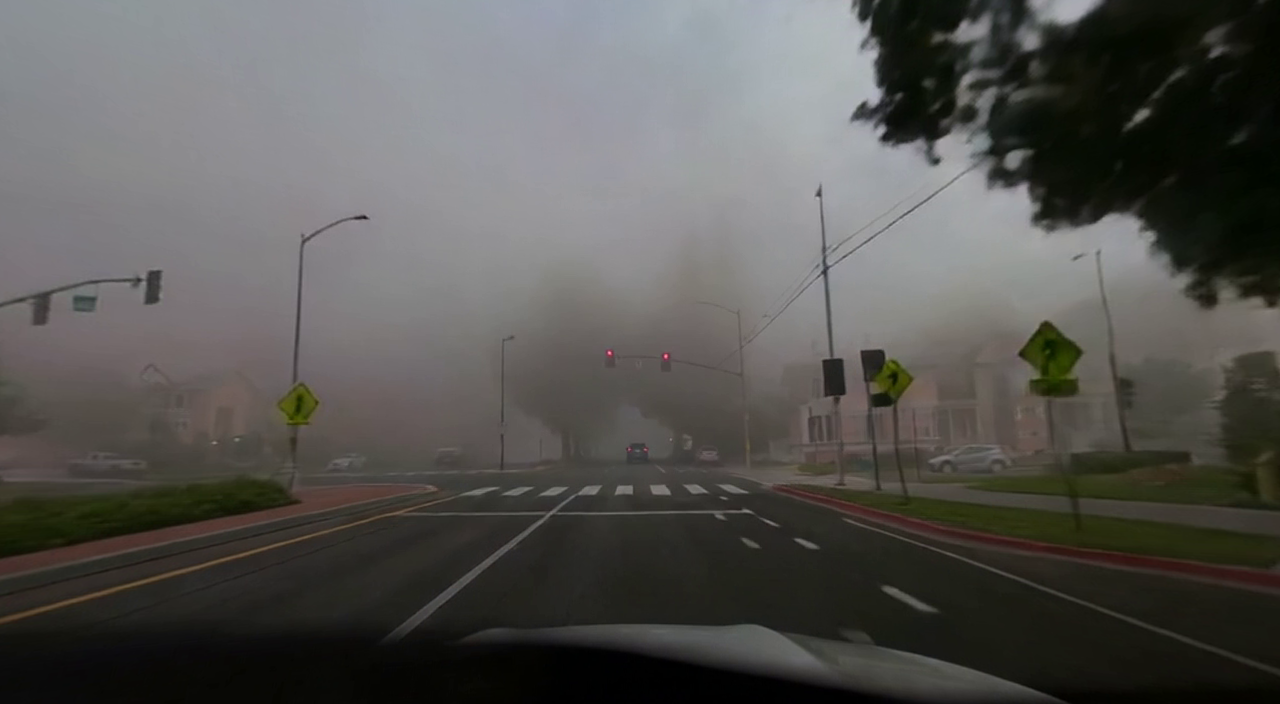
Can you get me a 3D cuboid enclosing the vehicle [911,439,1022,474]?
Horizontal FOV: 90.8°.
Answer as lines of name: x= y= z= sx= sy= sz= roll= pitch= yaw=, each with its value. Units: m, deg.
vehicle: x=16.812 y=5.400 z=32.675 sx=4.561 sy=1.723 sz=2.030 roll=0 pitch=-9 yaw=-5
